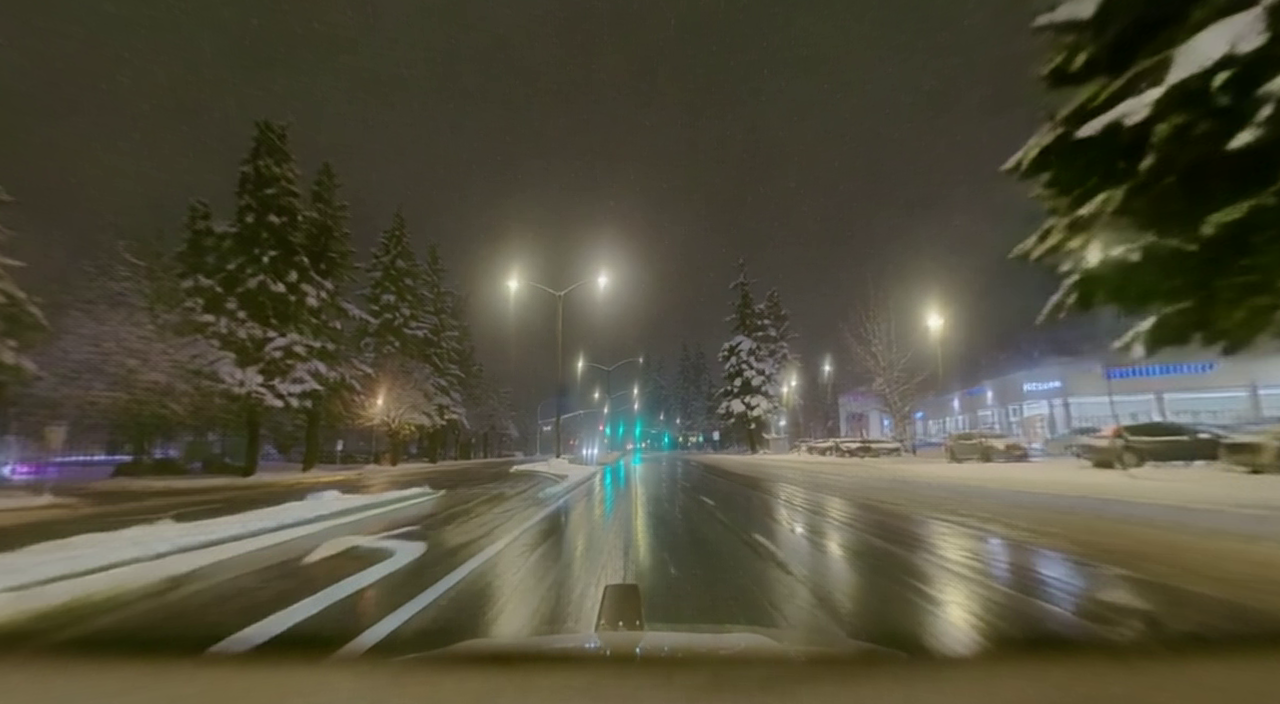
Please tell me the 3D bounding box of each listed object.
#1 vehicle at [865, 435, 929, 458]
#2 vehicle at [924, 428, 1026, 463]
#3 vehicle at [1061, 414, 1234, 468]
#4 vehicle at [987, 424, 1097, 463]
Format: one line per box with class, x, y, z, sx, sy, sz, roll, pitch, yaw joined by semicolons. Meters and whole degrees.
vehicle;18.984;6.985;46.572;4.515;1.606;1.910;5;-10;-30
vehicle;17.219;4.862;32.875;2.196;1.667;5.262;0;-8;-3
vehicle;17.624;3.181;22.344;1.912;1.646;4.870;-1;-9;-2
vehicle;17.441;4.035;27.703;1.841;1.471;4.367;-2;-9;-1
